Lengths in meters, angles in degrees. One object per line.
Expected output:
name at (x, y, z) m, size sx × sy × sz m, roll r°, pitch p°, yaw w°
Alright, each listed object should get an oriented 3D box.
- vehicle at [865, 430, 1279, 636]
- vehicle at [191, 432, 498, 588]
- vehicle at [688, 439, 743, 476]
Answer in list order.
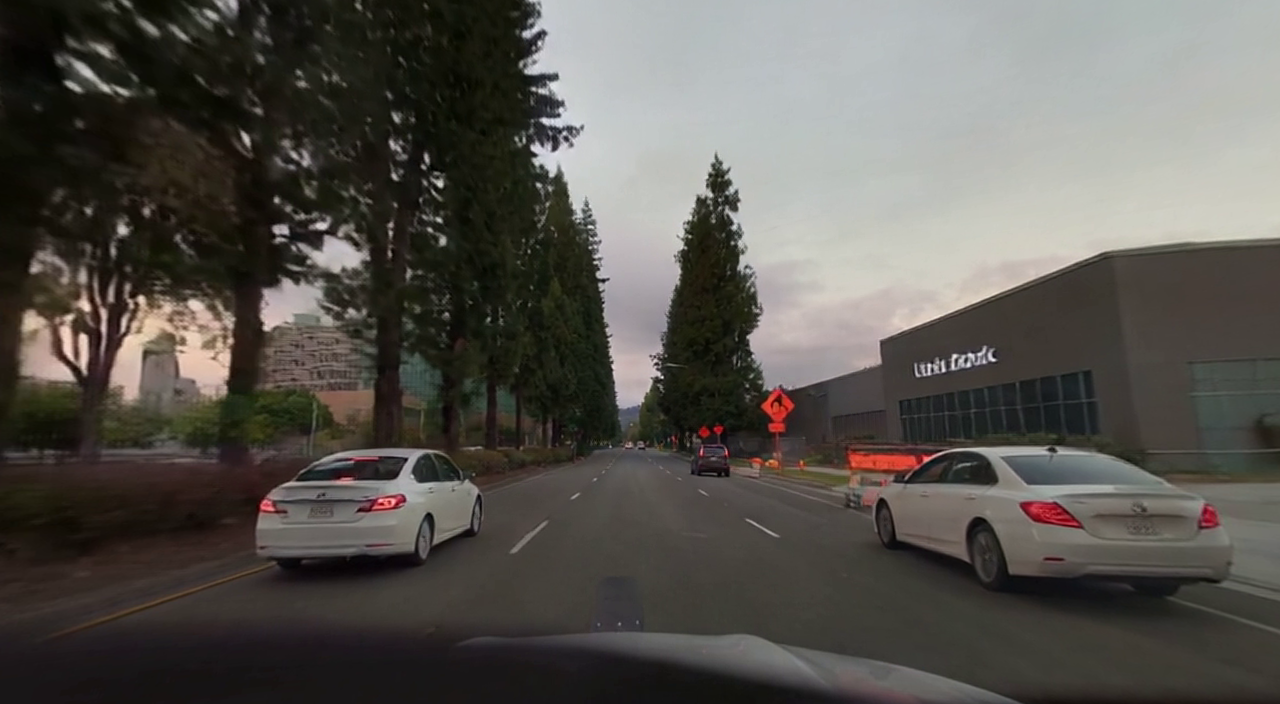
vehicle at (4.011, 1.624, 6.605) m, size 1.827 × 1.491 × 3.743 m, roll 0°, pitch -9°, yaw -1°
vehicle at (-3.321, 1.839, 8.201) m, size 2.020 × 1.474 × 4.098 m, roll 0°, pitch -9°, yaw -1°
vehicle at (3.901, 5.556, 33.471) m, size 2.159 × 1.793 × 4.735 m, roll 0°, pitch -9°, yaw -2°
